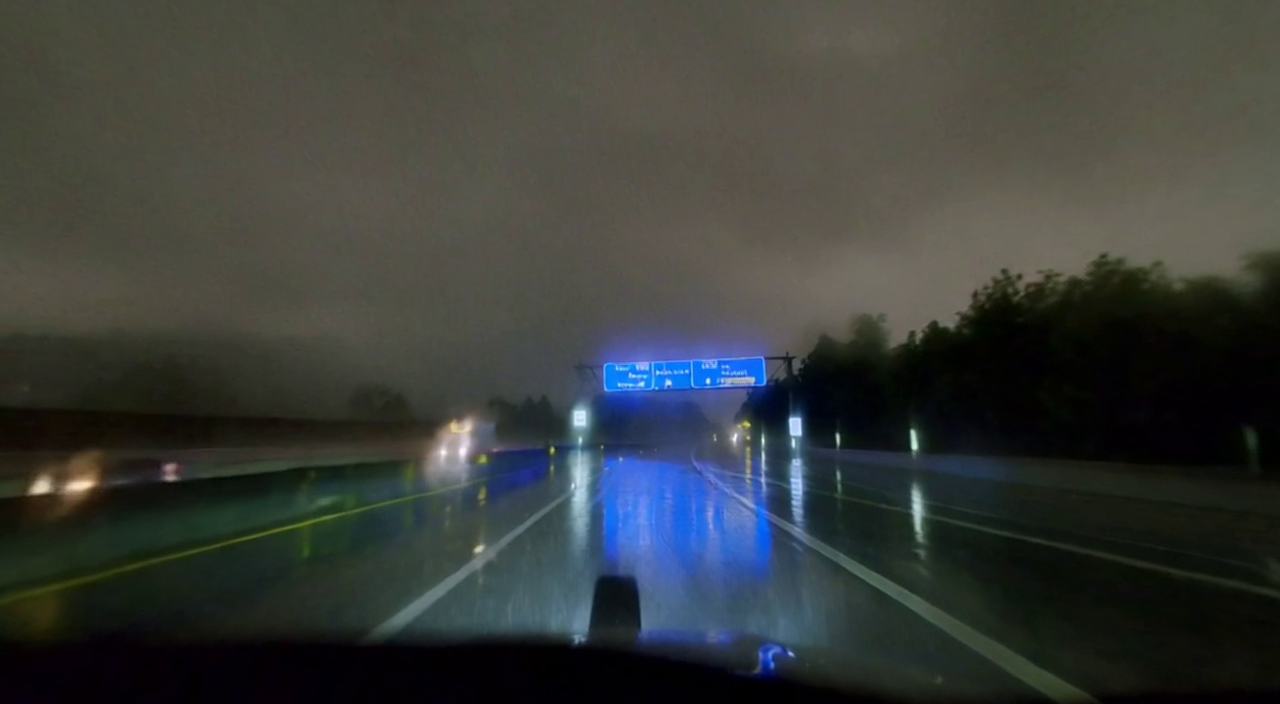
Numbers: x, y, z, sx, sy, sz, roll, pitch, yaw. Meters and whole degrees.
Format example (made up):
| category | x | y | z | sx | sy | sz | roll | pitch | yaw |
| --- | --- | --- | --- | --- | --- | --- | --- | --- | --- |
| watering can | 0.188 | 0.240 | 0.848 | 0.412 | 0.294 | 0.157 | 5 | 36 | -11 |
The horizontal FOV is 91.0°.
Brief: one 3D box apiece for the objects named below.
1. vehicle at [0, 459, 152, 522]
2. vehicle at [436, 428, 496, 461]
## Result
| category | x | y | z | sx | sy | sz | roll | pitch | yaw |
| --- | --- | --- | --- | --- | --- | --- | --- | --- | --- |
| vehicle | -15.859 | 3.717 | 17.334 | 1.767 | 1.405 | 3.835 | 0 | -8 | -1 |
| vehicle | -11.353 | 6.061 | 41.384 | 2.174 | 2.049 | 5.156 | -1 | -8 | 4 |
